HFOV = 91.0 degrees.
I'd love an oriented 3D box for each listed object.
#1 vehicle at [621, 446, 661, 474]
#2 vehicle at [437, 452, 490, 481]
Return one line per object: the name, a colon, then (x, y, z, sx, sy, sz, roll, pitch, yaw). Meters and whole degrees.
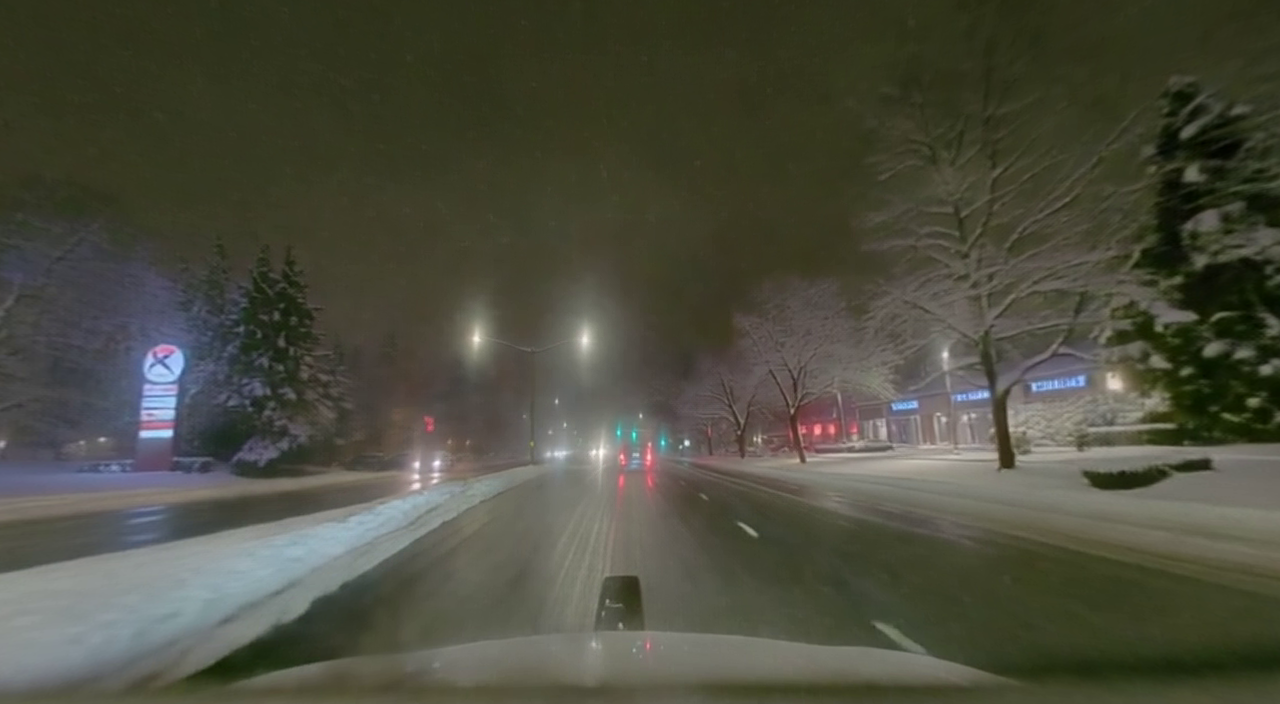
vehicle: (-0.018, 5.785, 33.956, 1.998, 1.452, 3.773, 0, -8, -2)
vehicle: (-9.641, 6.273, 34.697, 1.795, 1.426, 4.216, 0, -9, -1)
